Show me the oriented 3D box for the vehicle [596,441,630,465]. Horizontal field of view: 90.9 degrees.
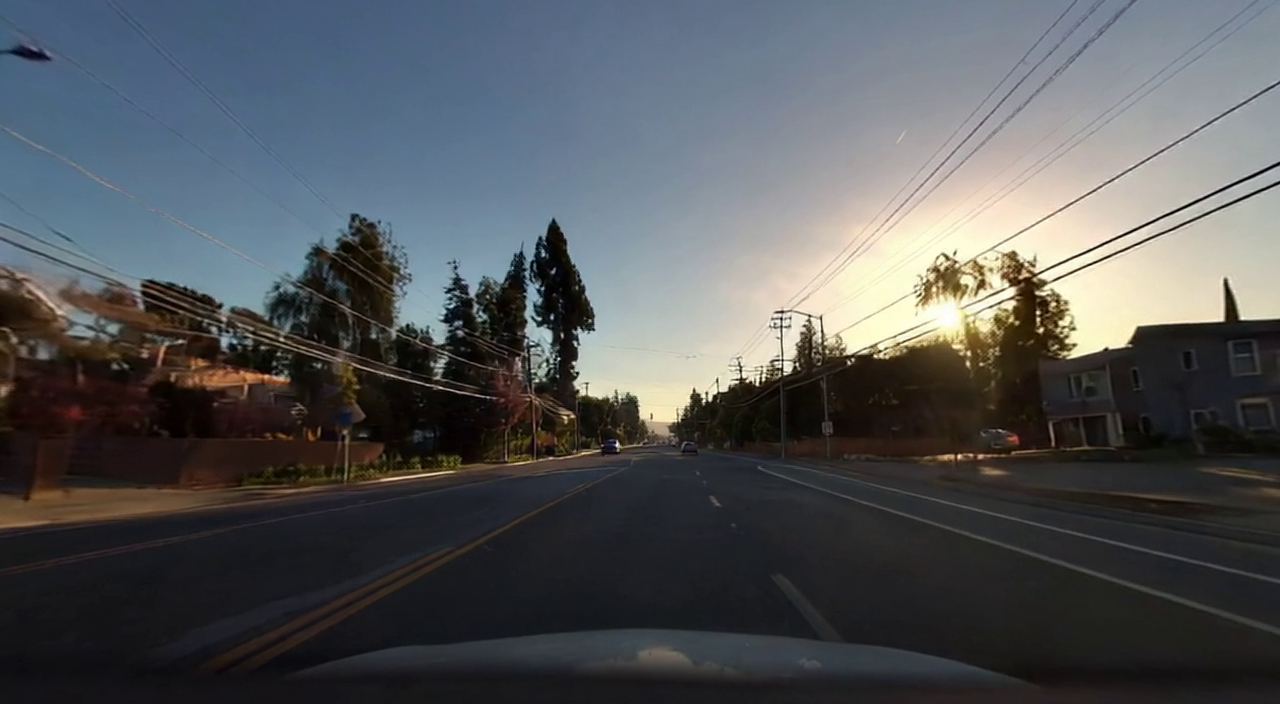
[{"bbox_3d":[-2.061,7.842,49.009,2.107,1.697,4.736,-1,-9,4],"label":"vehicle"}]
